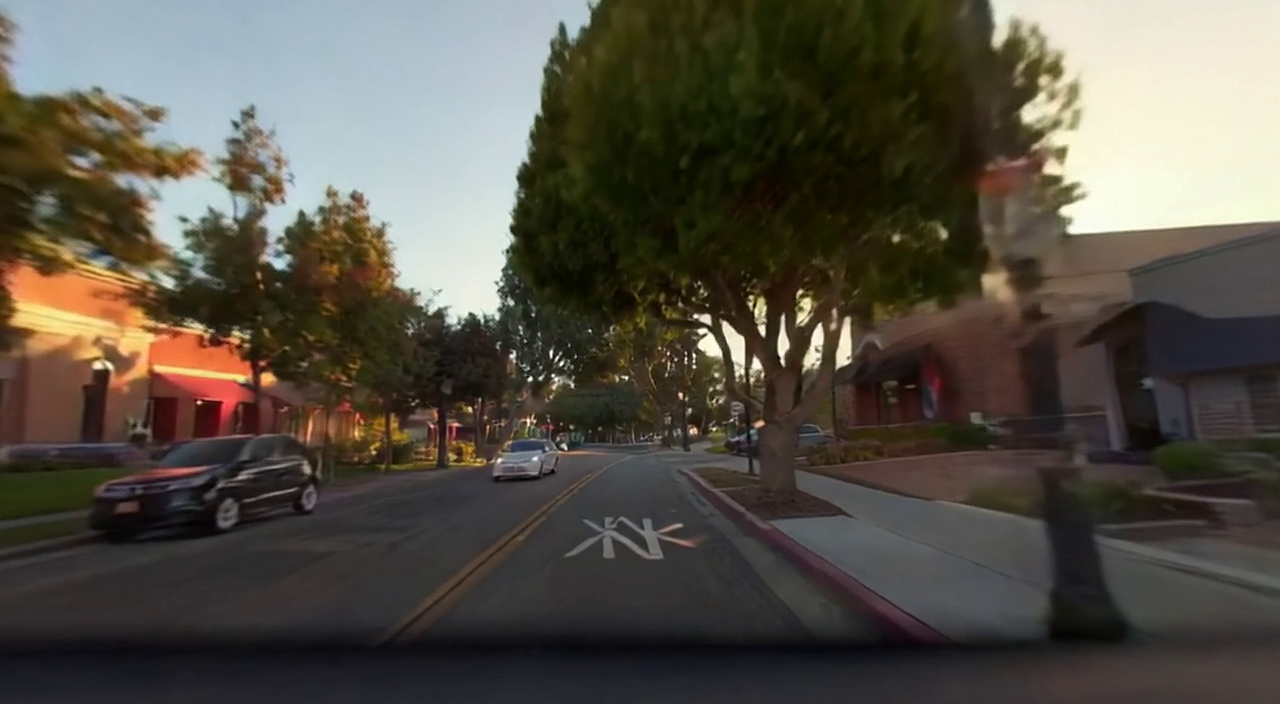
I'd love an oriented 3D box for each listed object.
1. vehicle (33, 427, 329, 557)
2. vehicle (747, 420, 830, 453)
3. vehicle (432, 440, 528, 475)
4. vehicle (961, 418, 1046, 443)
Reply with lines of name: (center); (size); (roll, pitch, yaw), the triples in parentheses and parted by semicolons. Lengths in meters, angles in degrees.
vehicle: (-7.508, 2.232, 11.020); (1.950, 1.743, 4.312); (-2, -7, 0)
vehicle: (10.843, 6.161, 46.268); (5.453, 1.794, 2.011); (-6, -6, -1)
vehicle: (-8.764, 5.797, 34.731); (1.879, 1.543, 4.778); (-14, -14, 43)
vehicle: (23.675, 5.151, 41.110); (4.371, 1.614, 1.910); (0, -8, -3)
